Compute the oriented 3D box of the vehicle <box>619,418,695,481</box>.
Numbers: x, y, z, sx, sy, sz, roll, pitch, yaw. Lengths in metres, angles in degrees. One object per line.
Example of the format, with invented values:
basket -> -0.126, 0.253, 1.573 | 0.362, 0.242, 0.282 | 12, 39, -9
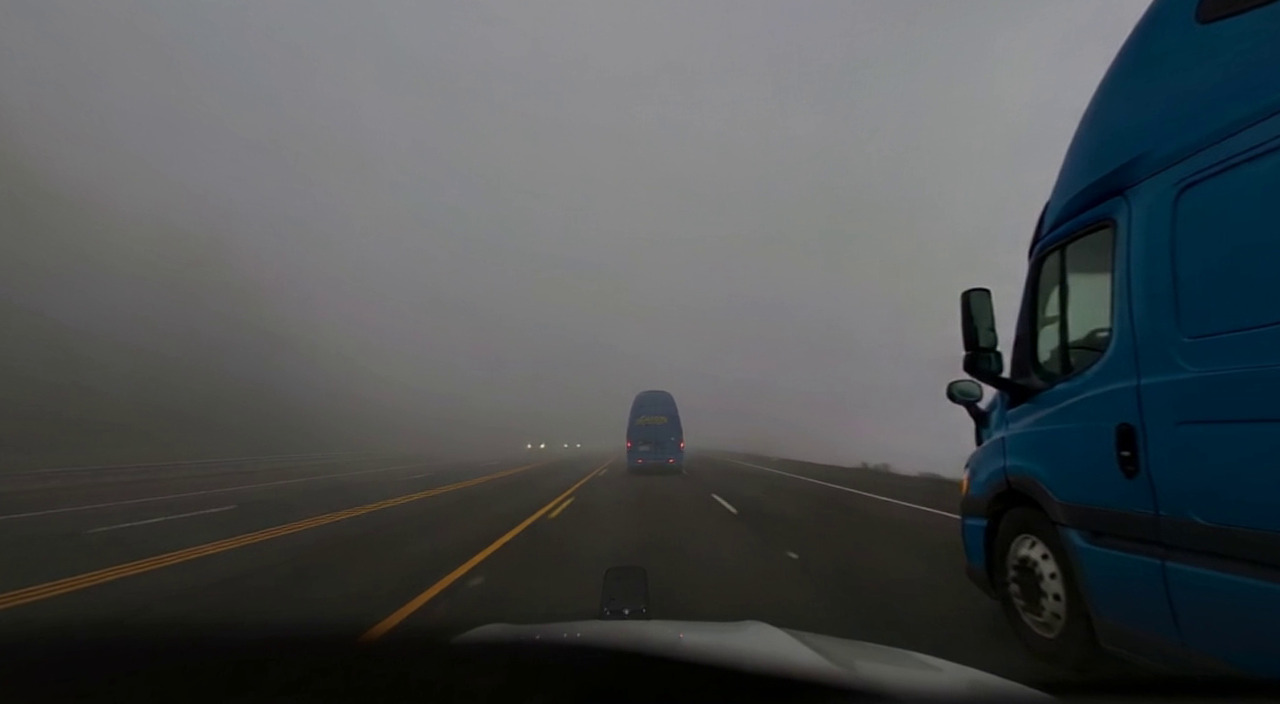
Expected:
vehicle -> 0.618, 3.540, 23.028 | 2.469, 2.027, 4.554 | 0, -8, 2
